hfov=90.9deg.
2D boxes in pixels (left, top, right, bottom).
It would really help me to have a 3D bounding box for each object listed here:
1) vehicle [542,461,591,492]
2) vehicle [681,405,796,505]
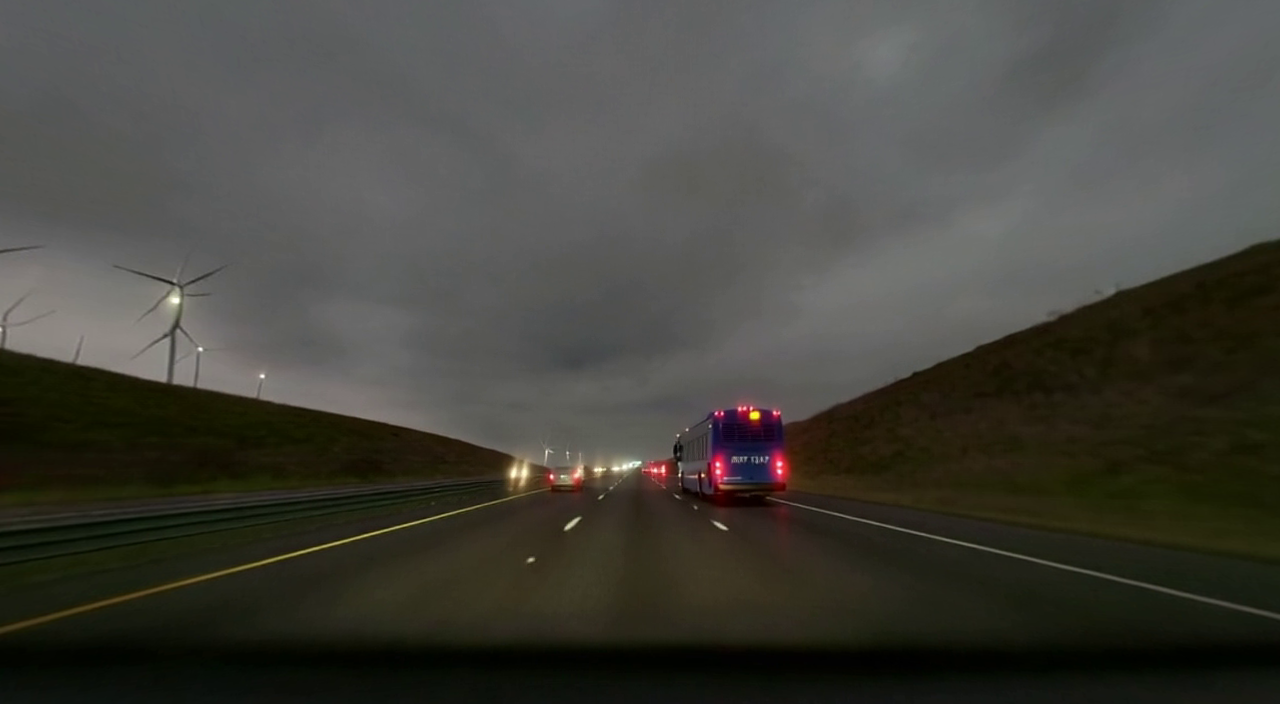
[{"bbox_3d":[-4.005,6.899,34.944,2.213,1.568,4.274,1,-11,-1],"label":"vehicle"},{"bbox_3d":[4.031,5.047,30.088,2.941,3.574,14.463,1,-11,-1],"label":"vehicle"}]
